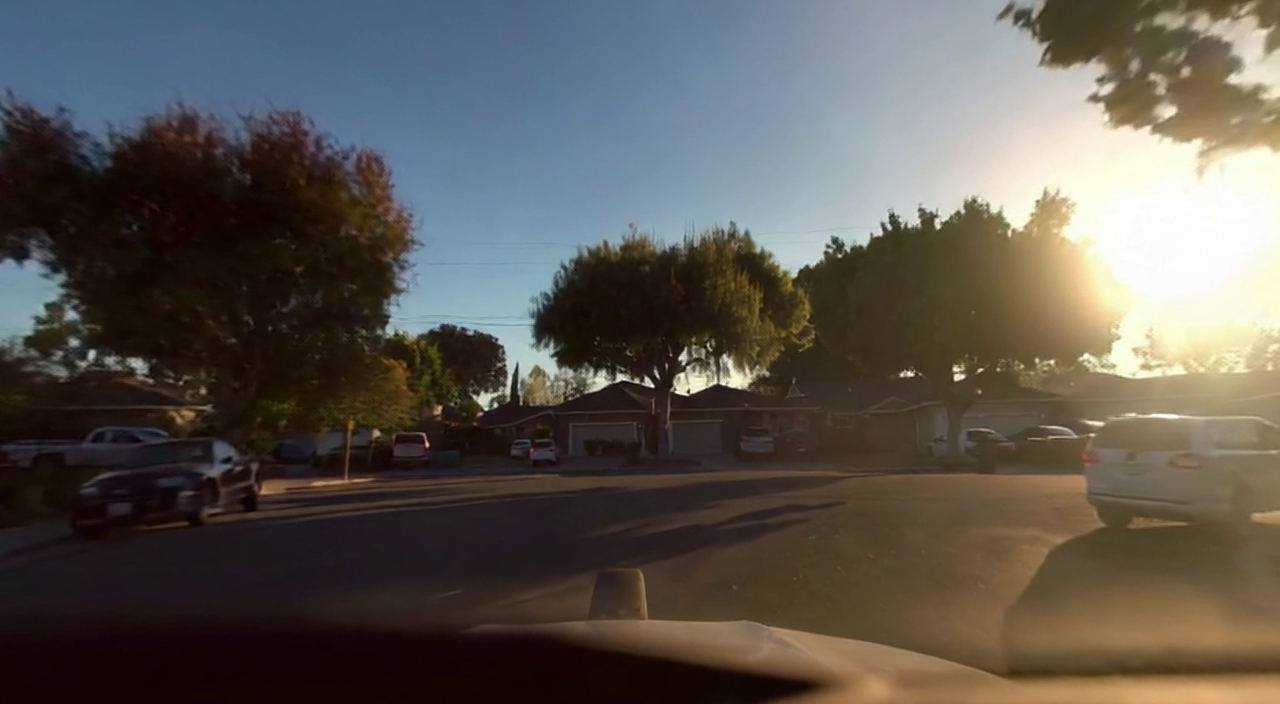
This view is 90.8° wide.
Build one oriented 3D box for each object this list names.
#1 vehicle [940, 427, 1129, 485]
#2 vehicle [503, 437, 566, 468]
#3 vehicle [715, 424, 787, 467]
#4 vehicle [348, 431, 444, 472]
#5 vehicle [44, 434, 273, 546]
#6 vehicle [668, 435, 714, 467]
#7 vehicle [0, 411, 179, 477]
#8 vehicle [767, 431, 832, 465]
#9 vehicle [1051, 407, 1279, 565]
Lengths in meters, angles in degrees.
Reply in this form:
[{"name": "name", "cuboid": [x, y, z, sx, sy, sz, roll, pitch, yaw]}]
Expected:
[{"name": "vehicle", "cuboid": [13.143, 3.513, 21.509, 5.082, 1.789, 1.947, -4, -9, 23]}, {"name": "vehicle", "cuboid": [-5.693, 5.321, 33.662, 1.932, 1.518, 4.343, 5, -10, -29]}, {"name": "vehicle", "cuboid": [5.579, 4.832, 32.595, 2.455, 2.018, 5.271, 0, -8, -3]}, {"name": "vehicle", "cuboid": [-12.021, 4.831, 30.944, 5.096, 1.824, 2.305, -8, -11, 42]}, {"name": "vehicle", "cuboid": [-7.896, 2.210, 11.013, 2.236, 1.459, 4.832, 4, -9, -26]}, {"name": "vehicle", "cuboid": [2.579, 5.101, 32.648, 1.833, 1.540, 3.532, 0, -8, -3]}, {"name": "vehicle", "cuboid": [-15.913, 2.580, 17.735, 4.400, 1.717, 2.067, -1, -8, 6]}, {"name": "vehicle", "cuboid": [8.378, 5.087, 33.559, 2.160, 1.695, 4.183, 0, -8, -3]}, {"name": "vehicle", "cuboid": [8.658, 1.823, 9.330, 4.863, 1.784, 2.109, 4, -10, -28]}]
